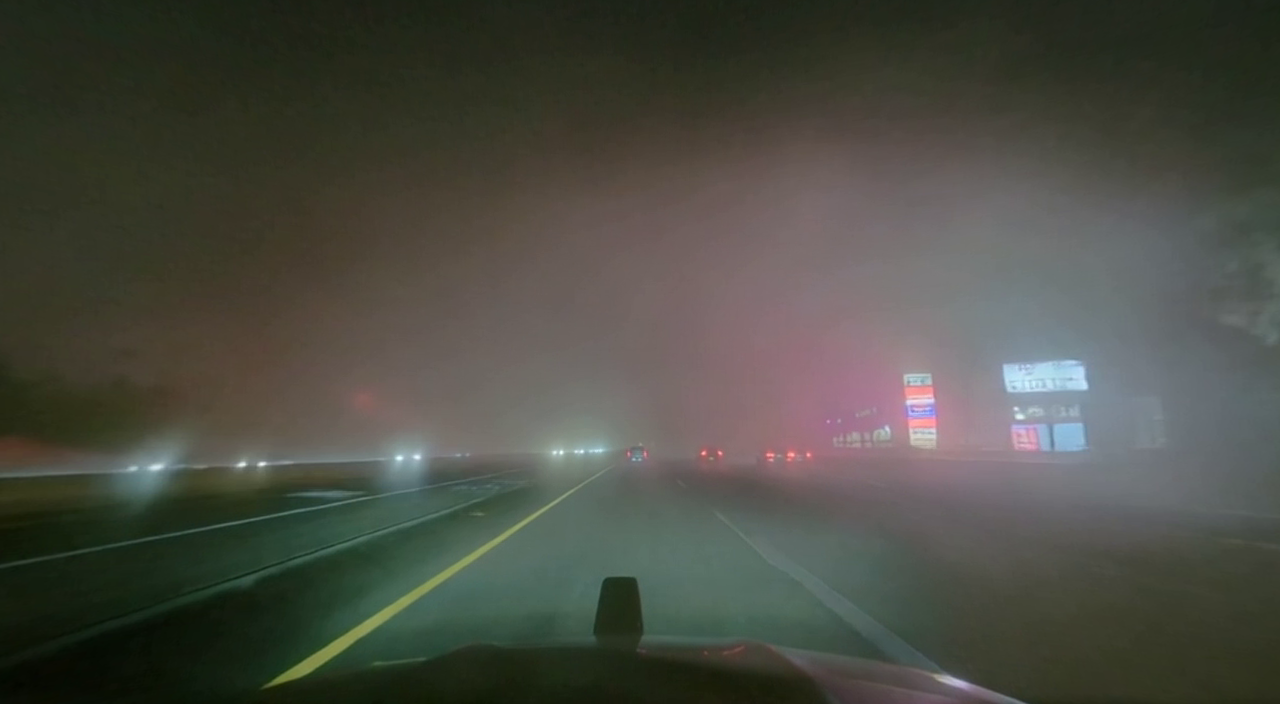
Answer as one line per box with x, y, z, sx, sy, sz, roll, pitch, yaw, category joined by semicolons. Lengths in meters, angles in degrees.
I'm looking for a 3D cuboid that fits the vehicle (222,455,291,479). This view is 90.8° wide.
-26.736;7.983;44.237;2.108;1.518;4.388;0;-9;0;vehicle

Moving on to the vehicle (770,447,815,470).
10.436;7.286;43.532;1.953;1.473;4.512;0;-9;-1;vehicle

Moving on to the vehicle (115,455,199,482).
-31.086;7.488;40.856;1.897;1.630;4.428;0;-9;0;vehicle
